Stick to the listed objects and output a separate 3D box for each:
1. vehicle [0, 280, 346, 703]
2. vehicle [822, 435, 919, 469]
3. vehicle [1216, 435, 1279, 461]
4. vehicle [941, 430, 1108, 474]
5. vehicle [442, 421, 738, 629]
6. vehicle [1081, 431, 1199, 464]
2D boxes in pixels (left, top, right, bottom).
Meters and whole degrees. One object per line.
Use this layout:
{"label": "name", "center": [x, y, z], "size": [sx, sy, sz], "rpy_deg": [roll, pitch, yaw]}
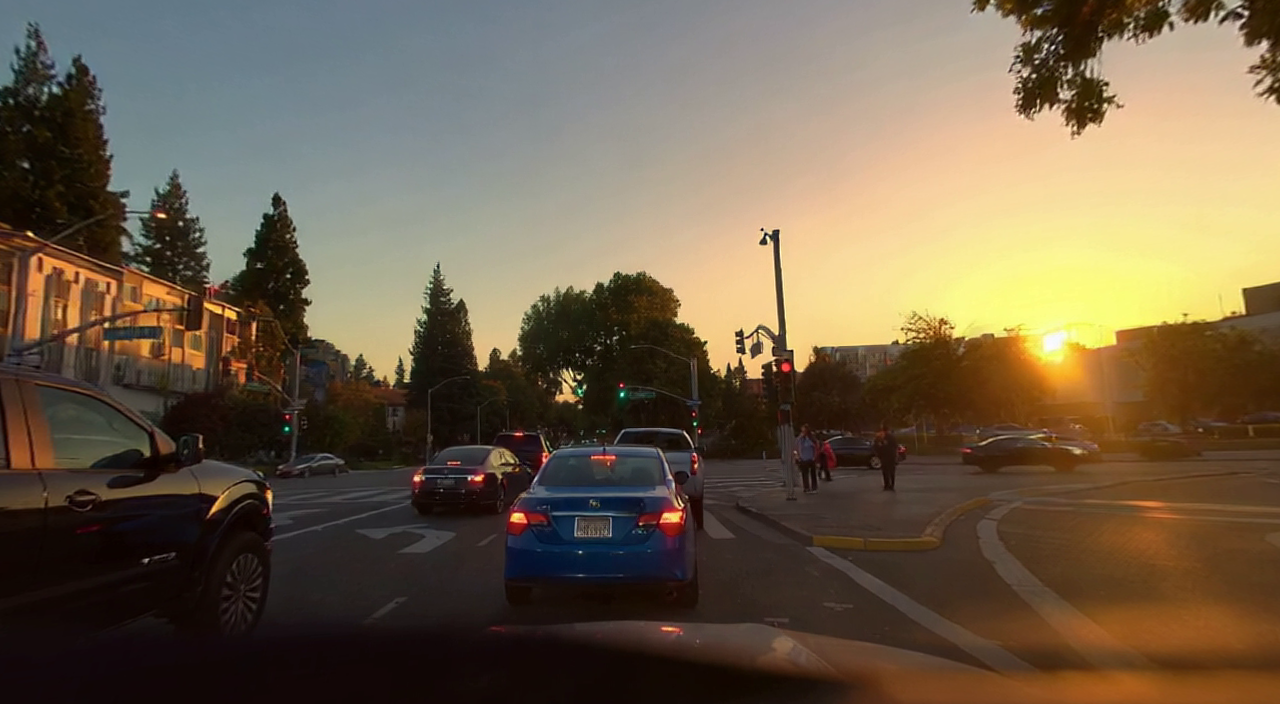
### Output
{"label": "vehicle", "center": [-3.684, 0.745, 2.842], "size": [2.202, 1.961, 4.980], "rpy_deg": [0, -9, 1]}
{"label": "vehicle", "center": [12.229, 5.328, 33.638], "size": [4.394, 1.724, 1.886], "rpy_deg": [0, -9, 1]}
{"label": "vehicle", "center": [36.364, 5.509, 36.153], "size": [4.643, 1.464, 1.840], "rpy_deg": [-1, -9, 3]}
{"label": "vehicle", "center": [15.158, 3.993, 25.192], "size": [5.192, 1.620, 2.072], "rpy_deg": [-2, -9, 13]}
{"label": "vehicle", "center": [-0.357, 1.598, 6.873], "size": [2.144, 1.497, 4.446], "rpy_deg": [0, -9, 0]}
{"label": "vehicle", "center": [29.051, 5.560, 36.725], "size": [4.967, 1.794, 2.044], "rpy_deg": [-1, -9, 2]}
